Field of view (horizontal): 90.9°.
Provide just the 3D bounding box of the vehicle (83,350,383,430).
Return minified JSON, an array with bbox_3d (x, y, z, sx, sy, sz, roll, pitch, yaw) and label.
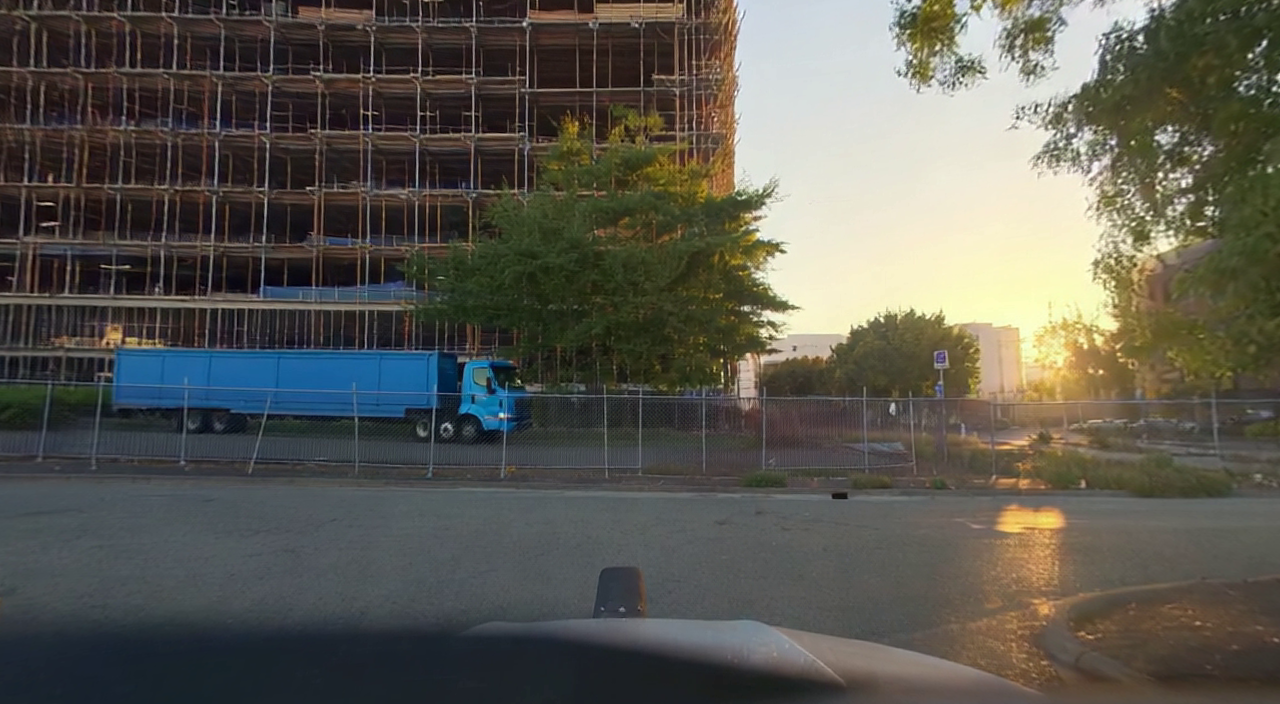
[{"bbox_3d":[-22.741,2.396,36.467,14.067,4.099,2.832,3,-8,-15],"label":"vehicle"}]
